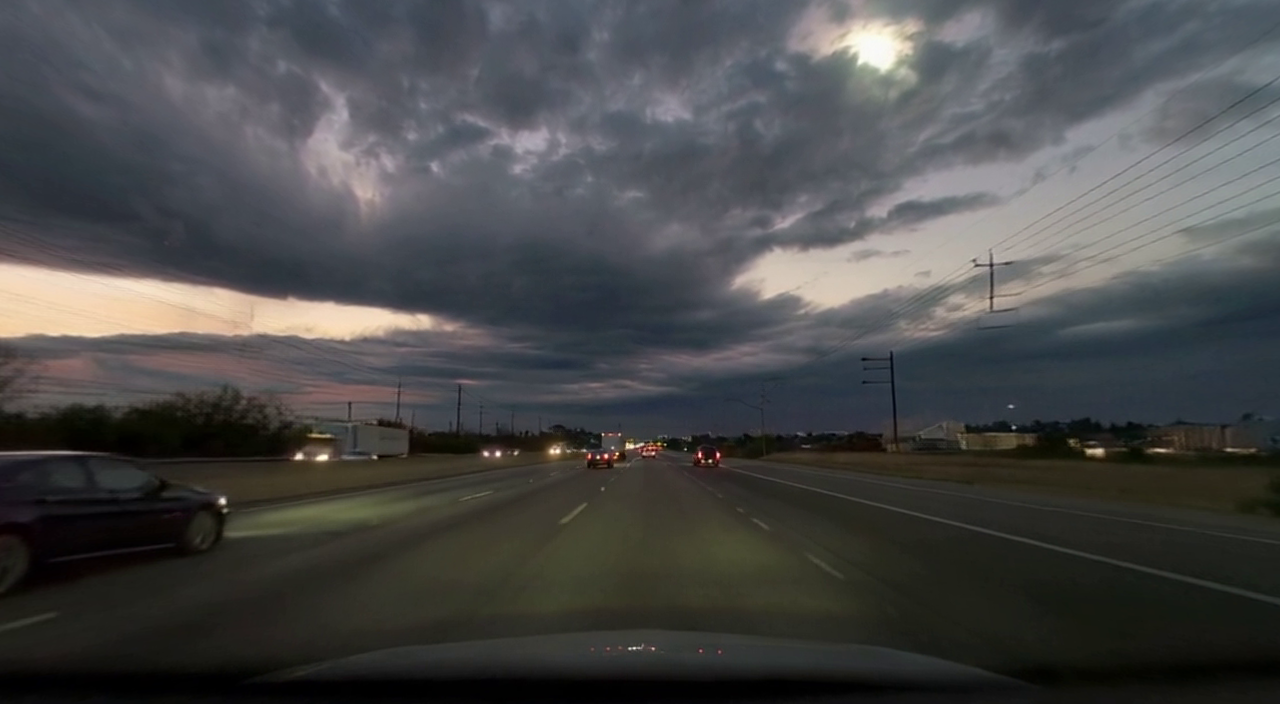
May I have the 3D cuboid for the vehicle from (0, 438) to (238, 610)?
[{"bbox_3d":[-6.518,1.549,5.906,2.127,1.446,5.008,0,-9,1],"label":"vehicle"}]

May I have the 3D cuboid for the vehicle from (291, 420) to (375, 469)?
[{"bbox_3d":[-22.456,6.831,46.451,3.013,3.352,5.902,0,-9,1],"label":"vehicle"}]

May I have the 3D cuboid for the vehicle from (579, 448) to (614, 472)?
[{"bbox_3d":[-2.808,7.085,41.529,2.004,1.498,4.043,0,-9,1],"label":"vehicle"}]

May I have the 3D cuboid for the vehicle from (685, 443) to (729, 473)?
[{"bbox_3d":[4.257,6.819,40.675,2.214,1.799,4.627,0,-9,-1],"label":"vehicle"}]
